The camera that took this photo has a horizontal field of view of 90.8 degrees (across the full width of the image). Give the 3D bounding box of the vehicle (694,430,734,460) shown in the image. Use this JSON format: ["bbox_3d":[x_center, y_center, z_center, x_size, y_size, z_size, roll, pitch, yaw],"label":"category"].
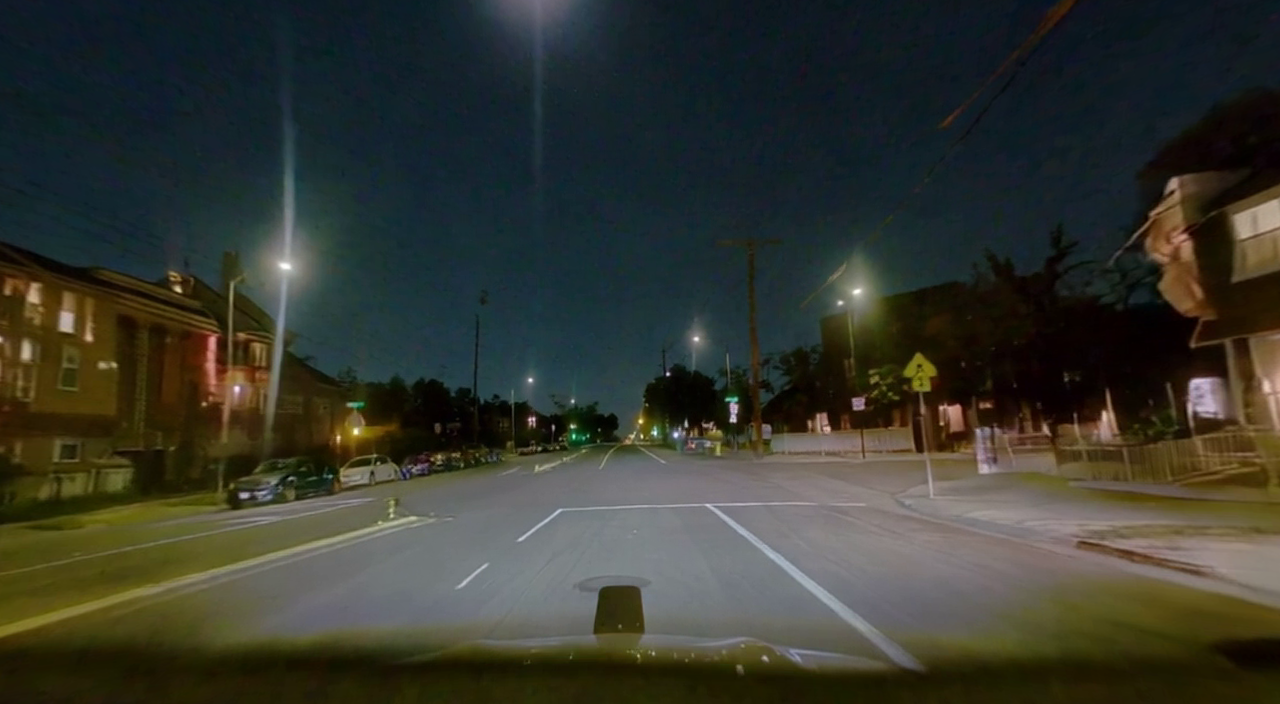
[{"bbox_3d":[4.302,5.499,37.376,1.867,1.680,4.176,0,-8,0],"label":"vehicle"}]

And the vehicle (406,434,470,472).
[{"bbox_3d":[-11.200,5.630,35.372,2.056,1.980,4.763,0,-8,-1],"label":"vehicle"}]

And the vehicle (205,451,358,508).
[{"bbox_3d":[-11.122,3.957,20.107,1.970,1.523,4.702,-1,-8,2],"label":"vehicle"}]

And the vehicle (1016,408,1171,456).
[{"bbox_3d":[19.397,3.468,27.226,4.973,1.974,2.140,1,-9,-1],"label":"vehicle"}]

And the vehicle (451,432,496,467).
[{"bbox_3d":[-11.349,6.637,43.258,1.926,1.998,4.447,-4,-6,-1],"label":"vehicle"}]

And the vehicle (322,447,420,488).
[{"bbox_3d":[-11.138,4.776,26.599,2.082,1.540,4.654,0,-8,0],"label":"vehicle"}]

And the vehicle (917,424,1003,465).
[{"bbox_3d":[13.824,3.939,27.141,2.122,1.474,4.313,-10,-10,41],"label":"vehicle"}]
